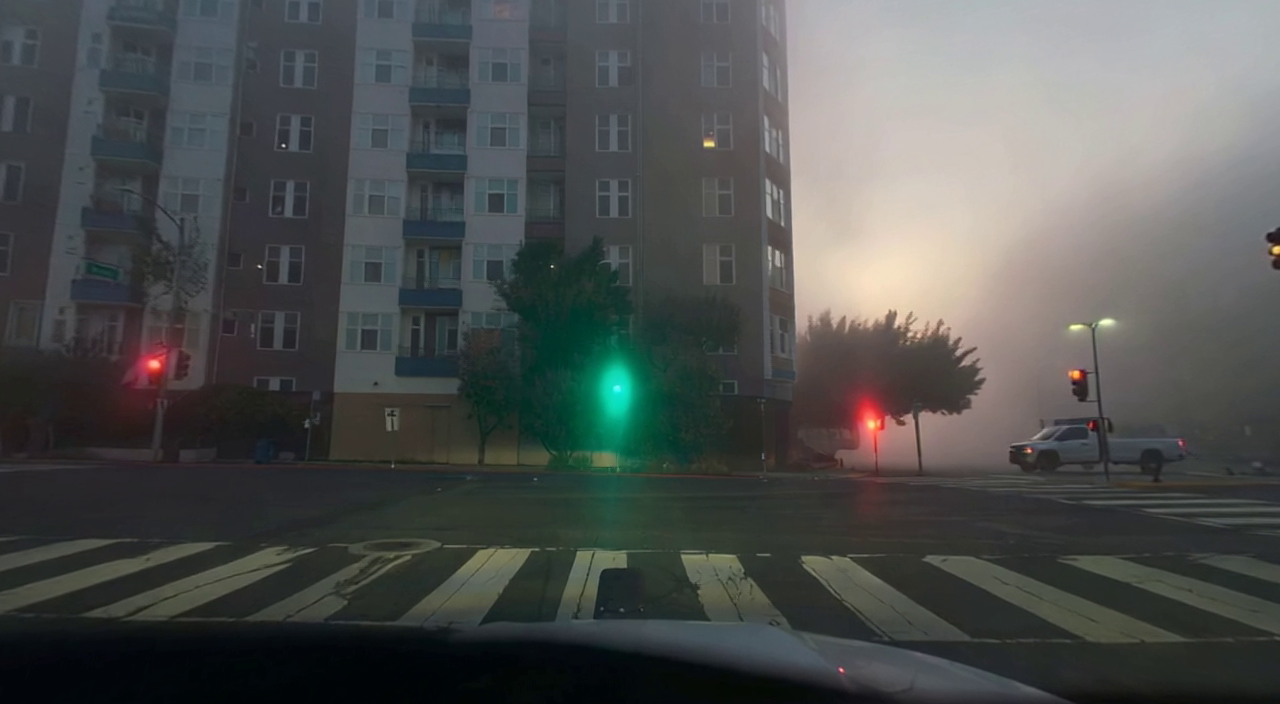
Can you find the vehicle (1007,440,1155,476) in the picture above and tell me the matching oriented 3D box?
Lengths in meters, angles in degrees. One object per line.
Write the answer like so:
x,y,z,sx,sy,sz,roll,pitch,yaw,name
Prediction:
18.557,4.464,26.701,4.823,1.458,1.914,0,-9,-1,vehicle
